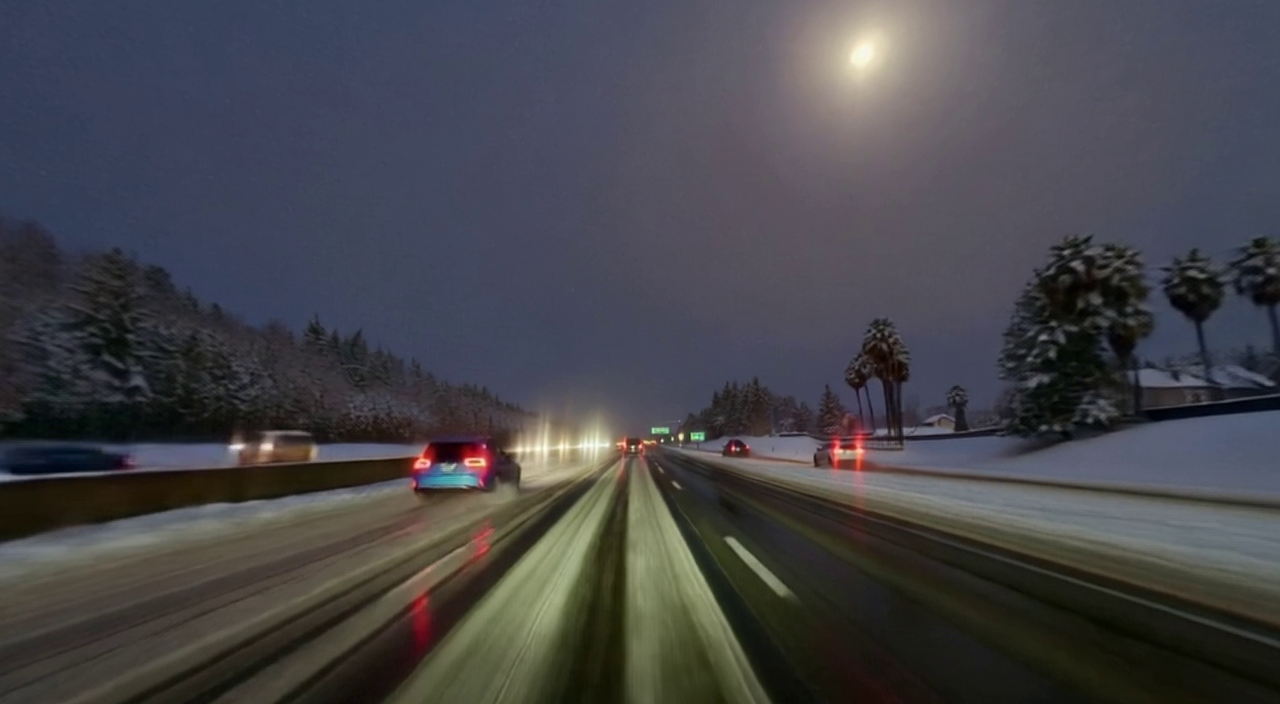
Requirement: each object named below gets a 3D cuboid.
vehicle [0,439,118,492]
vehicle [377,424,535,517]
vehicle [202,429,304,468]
[{"bbox_3d":[-18.991,3.409,19.268,2.040,1.464,4.805,0,-8,0],"label":"vehicle"},{"bbox_3d":[-3.652,2.441,13.580,1.996,1.617,4.637,0,-8,0],"label":"vehicle"},{"bbox_3d":[-22.295,5.584,36.765,2.304,2.105,5.701,0,-8,0],"label":"vehicle"}]
